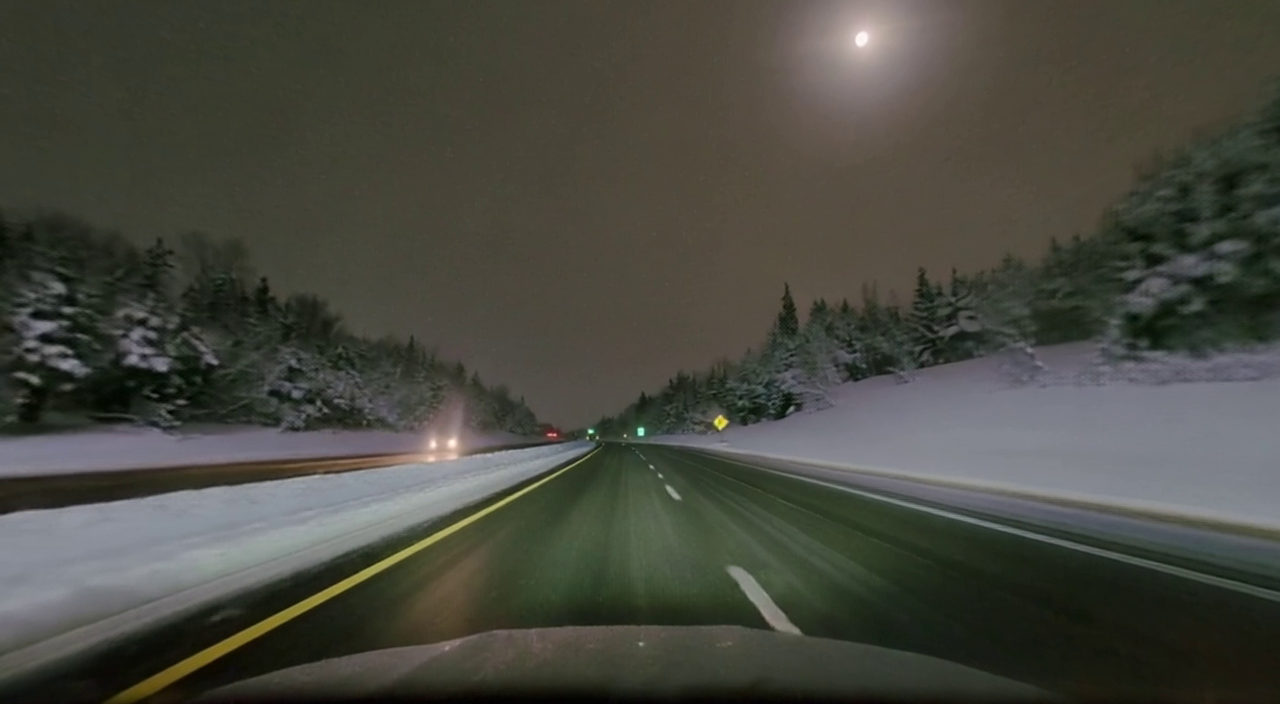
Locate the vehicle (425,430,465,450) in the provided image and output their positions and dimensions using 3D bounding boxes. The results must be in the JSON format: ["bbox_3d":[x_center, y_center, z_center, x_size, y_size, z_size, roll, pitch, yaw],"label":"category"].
[{"bbox_3d":[-15.085,6.836,49.044,1.817,1.489,4.370,0,-8,-1],"label":"vehicle"}]
